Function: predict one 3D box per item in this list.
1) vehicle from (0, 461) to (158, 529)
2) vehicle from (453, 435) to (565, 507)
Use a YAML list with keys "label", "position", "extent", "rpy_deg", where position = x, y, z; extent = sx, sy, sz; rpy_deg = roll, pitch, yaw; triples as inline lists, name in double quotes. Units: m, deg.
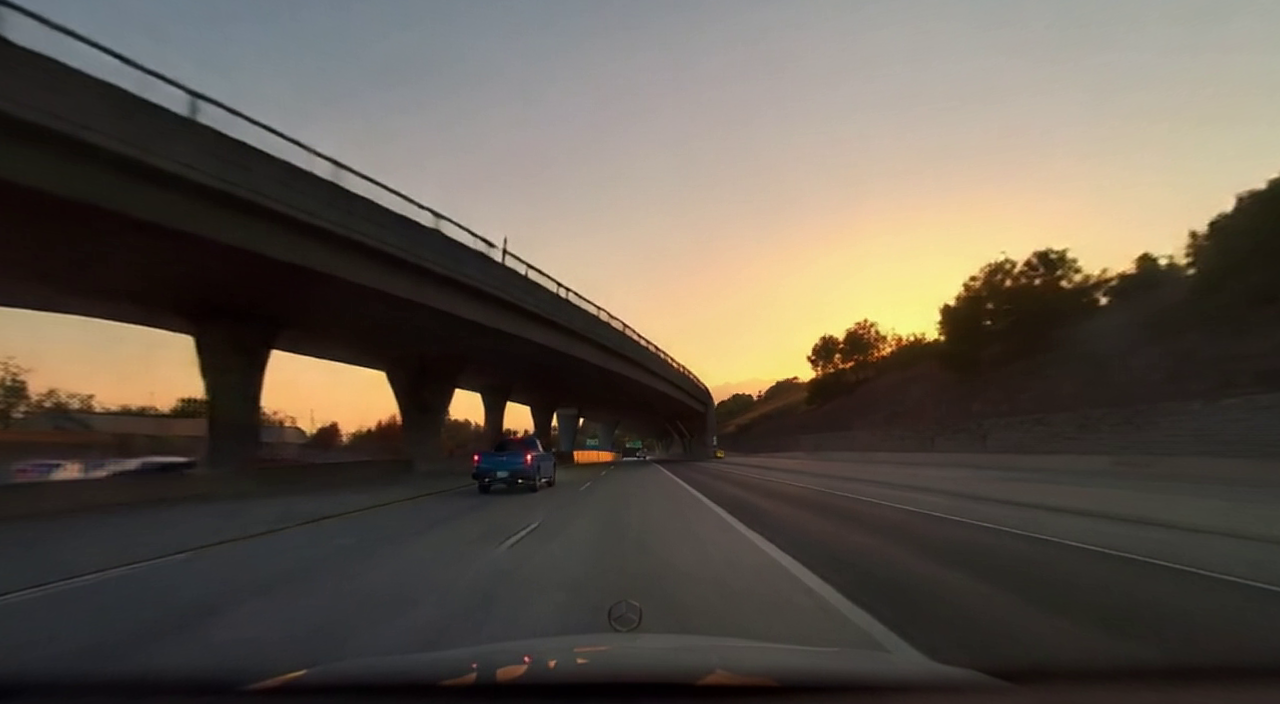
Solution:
- label: "vehicle"
  position: [-15.859, 3.784, 17.135]
  extent: [1.827, 1.466, 4.553]
  rpy_deg: [0, -9, -1]
- label: "vehicle"
  position: [-3.440, 3.236, 17.523]
  extent: [2.152, 1.717, 4.423]
  rpy_deg: [-1, -9, 0]
